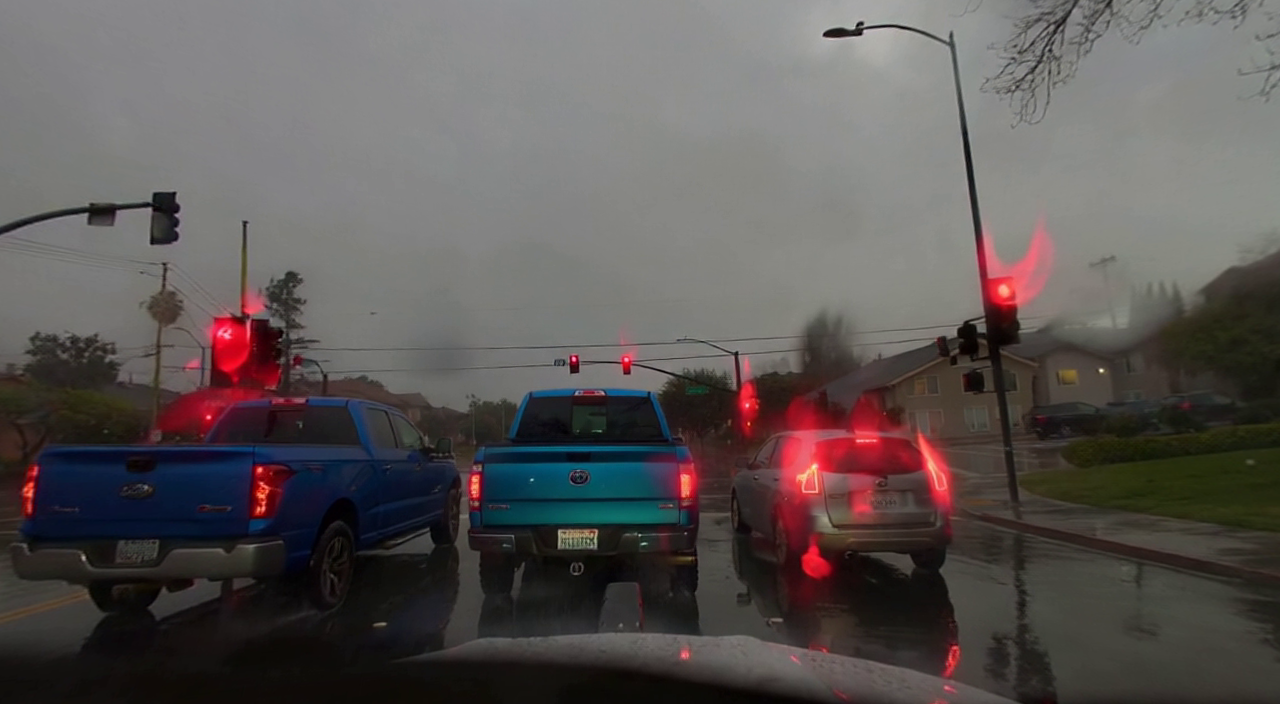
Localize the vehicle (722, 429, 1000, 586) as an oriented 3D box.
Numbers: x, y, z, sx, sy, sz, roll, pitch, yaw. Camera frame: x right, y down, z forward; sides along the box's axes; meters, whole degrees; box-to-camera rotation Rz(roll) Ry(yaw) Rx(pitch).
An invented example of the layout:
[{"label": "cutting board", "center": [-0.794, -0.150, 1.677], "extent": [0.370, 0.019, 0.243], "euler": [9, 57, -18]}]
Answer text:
[{"label": "vehicle", "center": [2.413, 1.819, 8.291], "extent": [2.016, 1.481, 4.336], "euler": [0, -9, -1]}]

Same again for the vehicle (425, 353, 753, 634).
[{"label": "vehicle", "center": [-0.390, 1.312, 6.730], "extent": [2.282, 1.964, 4.421], "euler": [0, -9, -1]}]

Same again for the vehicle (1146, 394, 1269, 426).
[{"label": "vehicle", "center": [29.277, 3.041, 32.679], "extent": [4.540, 1.543, 1.803], "euler": [0, -9, 1]}]

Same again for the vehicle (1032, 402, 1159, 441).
[{"label": "vehicle", "center": [23.298, 3.605, 32.467], "extent": [4.721, 1.866, 2.188], "euler": [0, -9, 2]}]

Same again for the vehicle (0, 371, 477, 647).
[{"label": "vehicle", "center": [-3.459, 1.422, 6.860], "extent": [2.146, 1.828, 5.148], "euler": [0, -9, -2]}]
